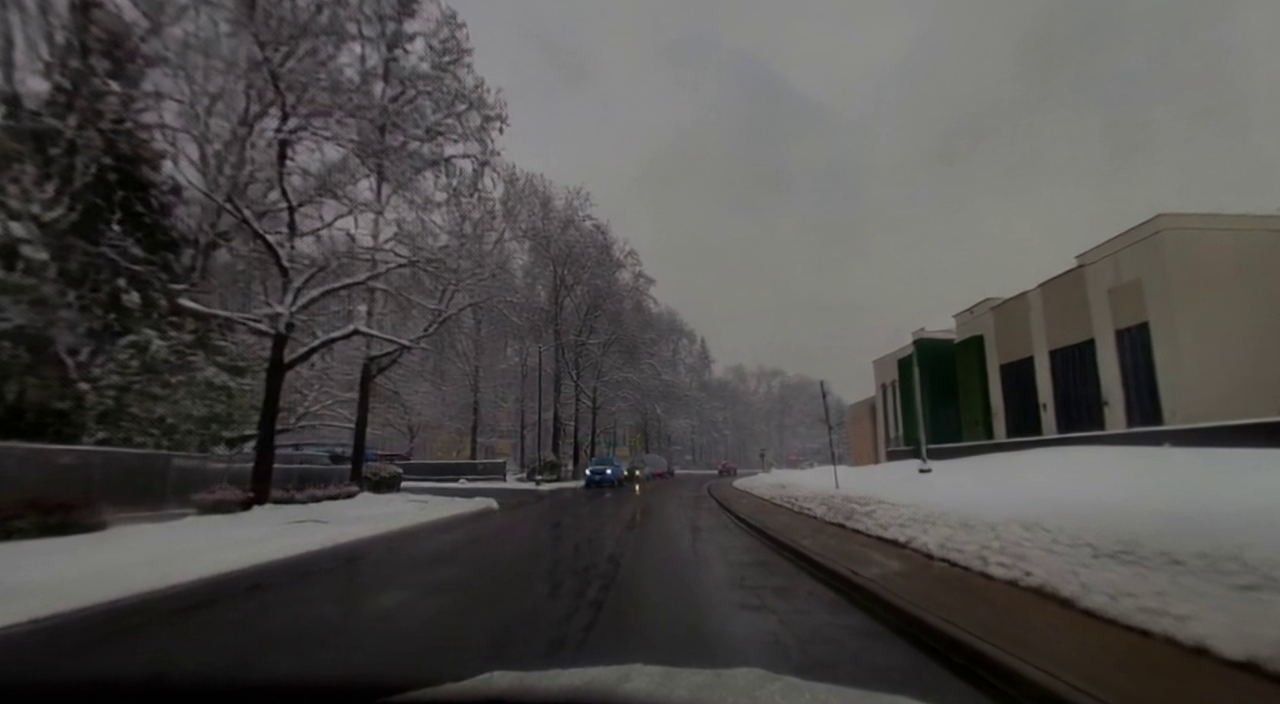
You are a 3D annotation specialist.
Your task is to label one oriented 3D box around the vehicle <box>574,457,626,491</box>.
[{"bbox_3d":[-2.240,7.060,36.674,2.022,1.776,4.625,-2,-10,9],"label":"vehicle"}]
